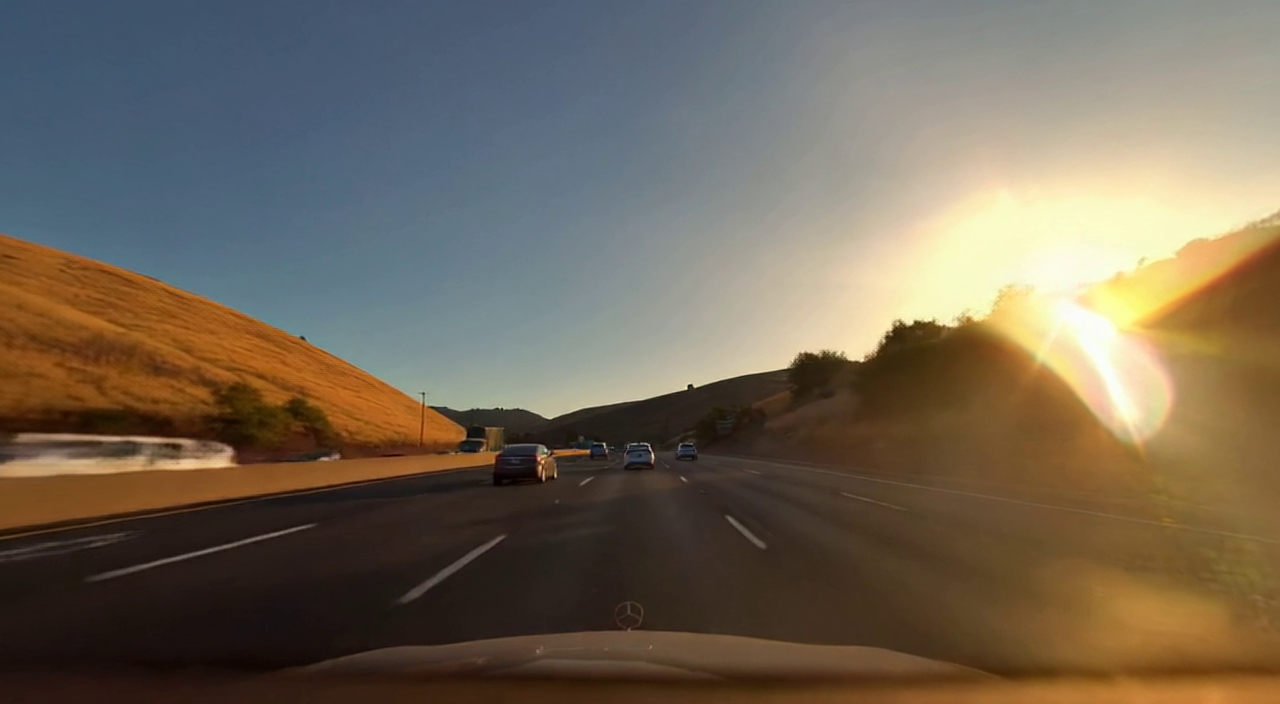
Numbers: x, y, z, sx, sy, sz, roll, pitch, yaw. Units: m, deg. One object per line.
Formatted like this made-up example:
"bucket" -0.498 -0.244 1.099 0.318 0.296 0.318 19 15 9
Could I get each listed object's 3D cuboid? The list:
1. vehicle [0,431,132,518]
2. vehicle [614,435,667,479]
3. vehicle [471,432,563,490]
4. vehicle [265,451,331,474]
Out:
"vehicle" -12.589 2.287 11.848 1.921 1.577 4.913 0 -8 1
"vehicle" 0.022 4.412 26.824 2.086 1.685 4.206 0 -8 0
"vehicle" -3.832 3.490 20.503 2.076 1.690 4.113 0 -8 1
"vehicle" -23.531 7.632 43.616 1.886 1.445 4.611 0 -8 1
